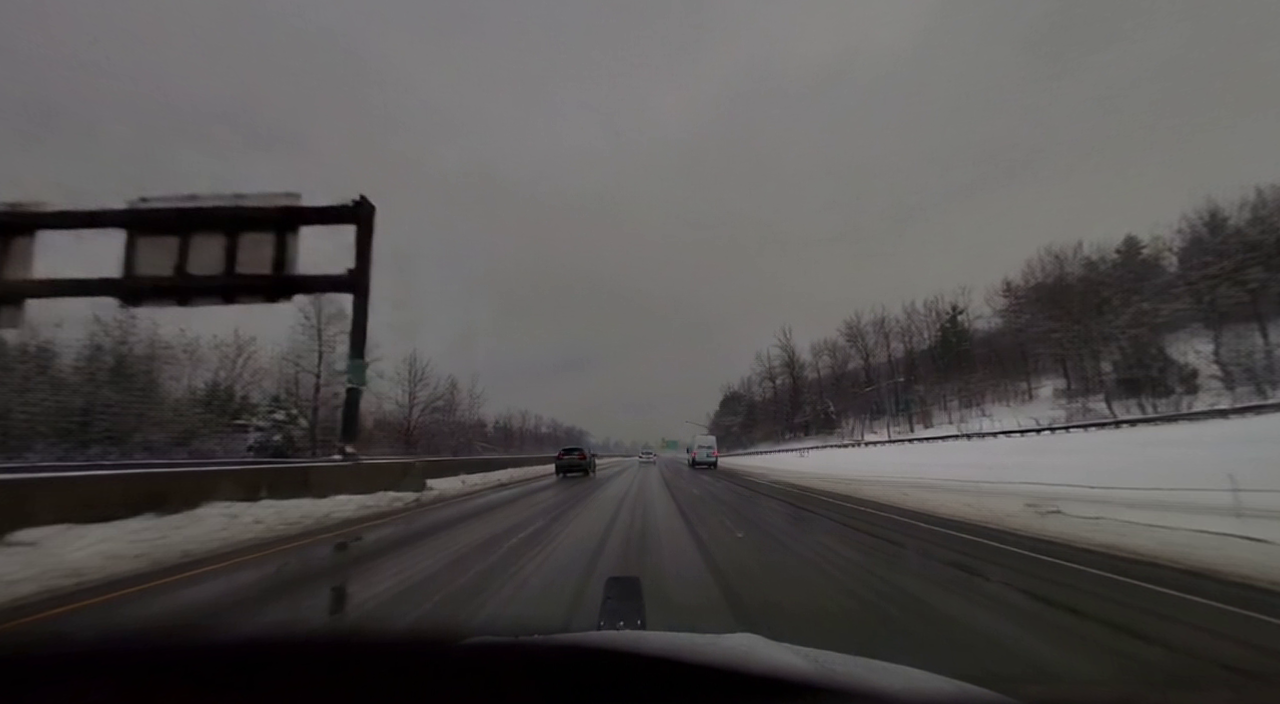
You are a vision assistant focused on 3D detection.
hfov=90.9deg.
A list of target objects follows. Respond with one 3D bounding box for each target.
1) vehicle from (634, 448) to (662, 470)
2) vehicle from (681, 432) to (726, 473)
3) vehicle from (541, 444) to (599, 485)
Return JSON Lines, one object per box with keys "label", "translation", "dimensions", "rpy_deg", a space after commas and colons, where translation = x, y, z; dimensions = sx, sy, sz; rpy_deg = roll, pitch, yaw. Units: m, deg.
{"label": "vehicle", "translation": [0.607, 8.189, 48.344], "dimensions": [2.108, 1.663, 3.159], "rpy_deg": [0, -9, 1]}
{"label": "vehicle", "translation": [4.327, 6.985, 43.894], "dimensions": [2.469, 2.591, 5.653], "rpy_deg": [0, -9, 0]}
{"label": "vehicle", "translation": [-2.945, 4.874, 27.487], "dimensions": [1.964, 1.618, 4.489], "rpy_deg": [0, -9, 1]}
